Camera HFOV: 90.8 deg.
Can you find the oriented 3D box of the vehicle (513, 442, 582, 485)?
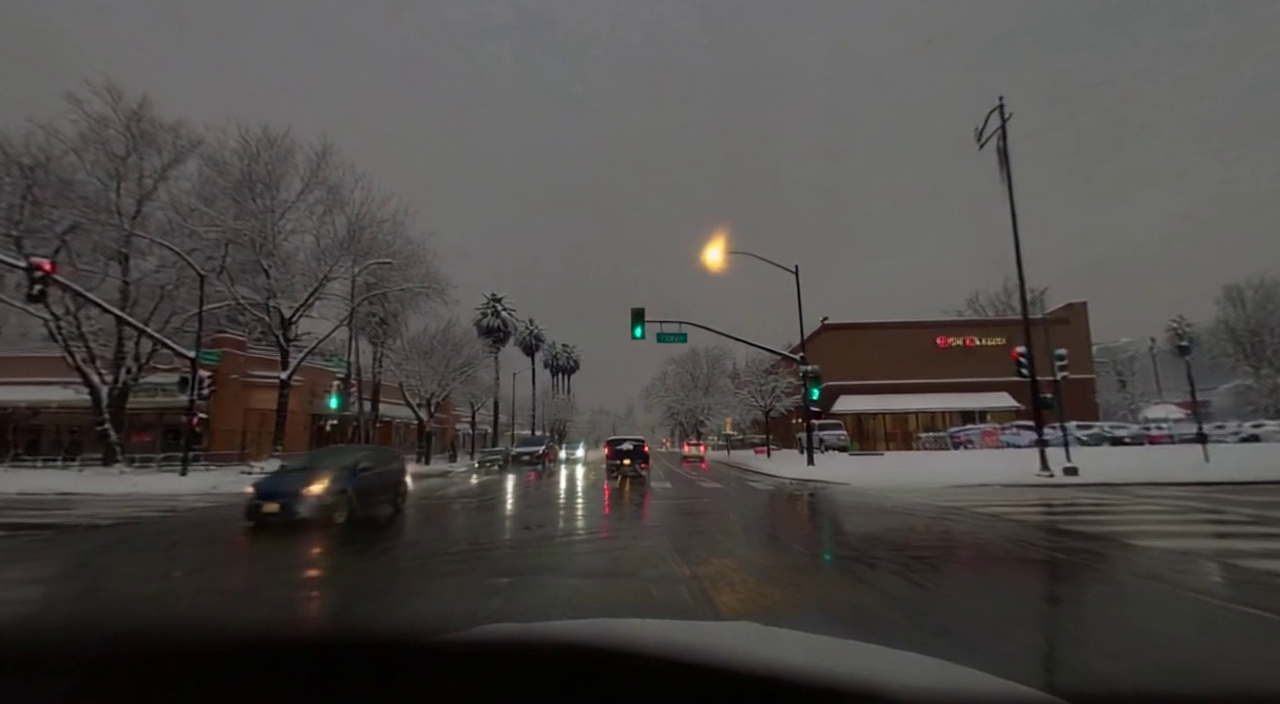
[{"bbox_3d":[-3.450,4.251,24.411,1.921,1.491,4.332,0,-9,1],"label":"vehicle"}]

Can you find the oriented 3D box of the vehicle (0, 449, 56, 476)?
[{"bbox_3d":[-40.413,7.202,40.825,1.615,1.455,3.501,-8,-5,27],"label":"vehicle"}]

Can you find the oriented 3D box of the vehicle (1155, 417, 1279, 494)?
[{"bbox_3d":[15.962,2.514,15.564,4.583,1.741,2.117,-1,-9,1],"label":"vehicle"}]

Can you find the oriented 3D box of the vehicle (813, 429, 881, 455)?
[{"bbox_3d":[11.486,5.075,35.356,2.598,1.299,3.611,-1,-10,0],"label":"vehicle"}]

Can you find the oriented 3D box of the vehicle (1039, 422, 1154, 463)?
[{"bbox_3d":[19.363,3.818,27.048,1.865,1.473,3.989,1,-5,-3],"label":"vehicle"}]

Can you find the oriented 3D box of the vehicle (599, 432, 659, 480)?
[{"bbox_3d":[-0.477,4.316,26.280,2.264,1.798,4.531,0,-9,-1],"label":"vehicle"}]

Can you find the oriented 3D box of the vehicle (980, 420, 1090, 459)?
[{"bbox_3d":[16.789,3.771,27.143,1.850,1.509,4.297,0,-9,-1],"label":"vehicle"}]

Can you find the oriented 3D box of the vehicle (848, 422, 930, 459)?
[{"bbox_3d":[11.562,4.188,29.671,1.899,1.550,4.531,-1,-9,-1],"label":"vehicle"}]

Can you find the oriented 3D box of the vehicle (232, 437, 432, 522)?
[{"bbox_3d":[-6.373,2.688,13.863,2.032,1.508,4.661,0,-9,0],"label":"vehicle"}]

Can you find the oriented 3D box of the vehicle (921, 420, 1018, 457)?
[{"bbox_3d":[14.258,3.833,27.664,1.797,1.443,4.451,-1,-9,-1],"label":"vehicle"}]

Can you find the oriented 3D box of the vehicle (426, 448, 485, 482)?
[{"bbox_3d":[-9.331,5.734,32.269,1.866,1.541,3.953,-2,-9,0],"label":"vehicle"}]

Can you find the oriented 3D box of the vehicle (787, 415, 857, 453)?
[{"bbox_3d":[11.448,5.300,40.222,2.652,2.045,5.359,-3,-9,-1],"label":"vehicle"}]
